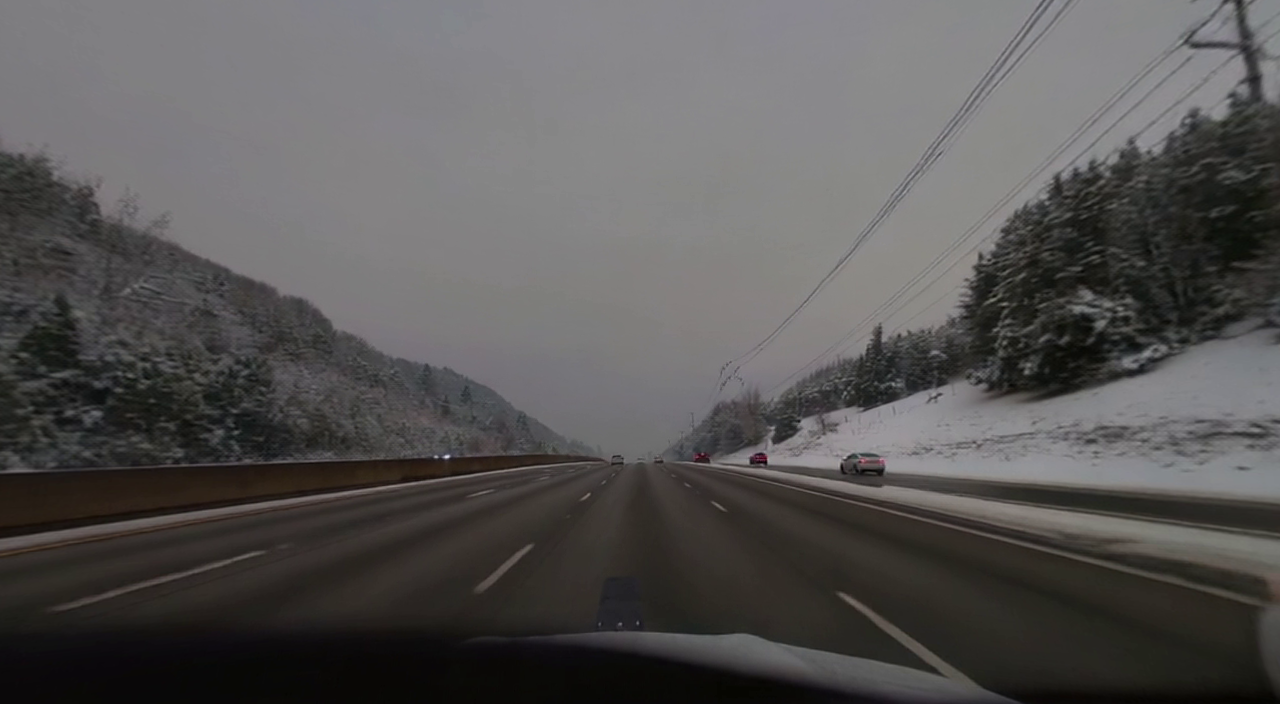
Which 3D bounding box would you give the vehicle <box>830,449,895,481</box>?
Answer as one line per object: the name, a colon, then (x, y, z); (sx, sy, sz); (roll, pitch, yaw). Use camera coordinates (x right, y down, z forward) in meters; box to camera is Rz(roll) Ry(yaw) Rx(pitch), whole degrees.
vehicle: (11.488, 5.826, 32.743); (1.884, 1.486, 3.770); (0, -9, -2)
